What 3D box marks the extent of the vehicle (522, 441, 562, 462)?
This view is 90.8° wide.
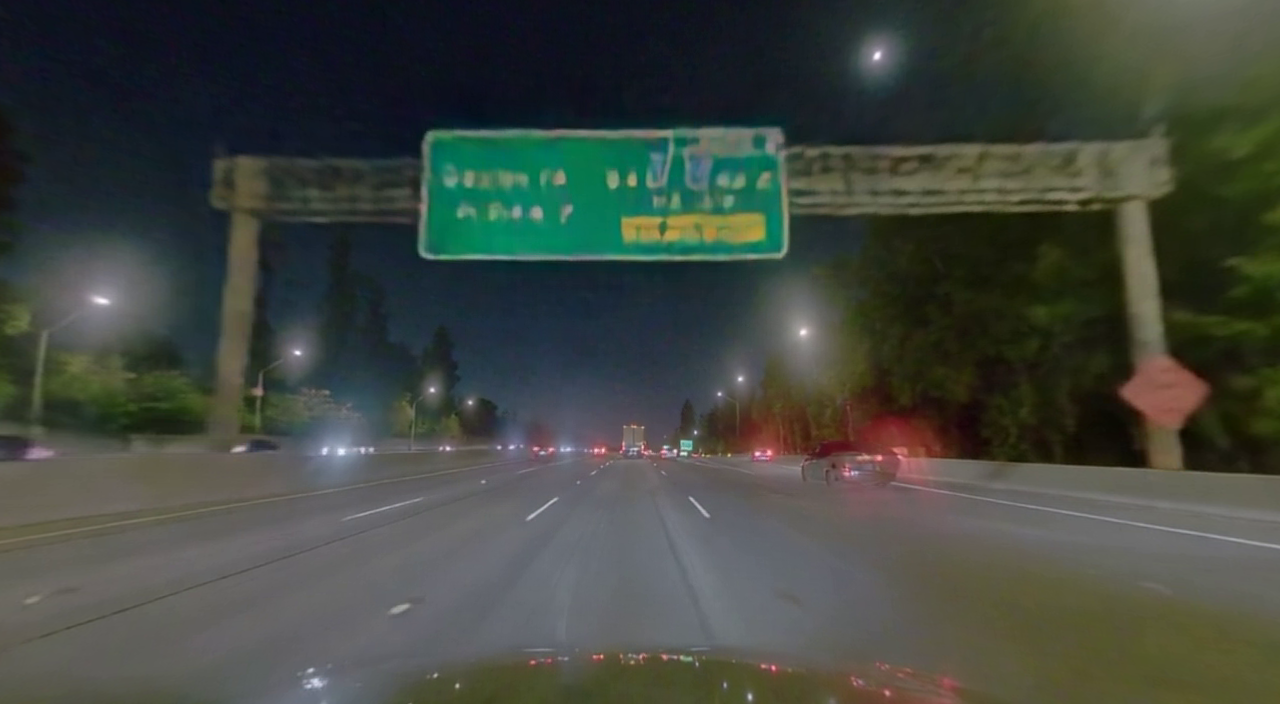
[{"bbox_3d":[-7.282,7.449,47.405,2.117,1.518,4.930,0,-8,1],"label":"vehicle"}]

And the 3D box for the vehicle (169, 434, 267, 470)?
[{"bbox_3d":[-19.231,4.561,28.987,1.822,1.496,3.822,0,-8,0],"label":"vehicle"}]
